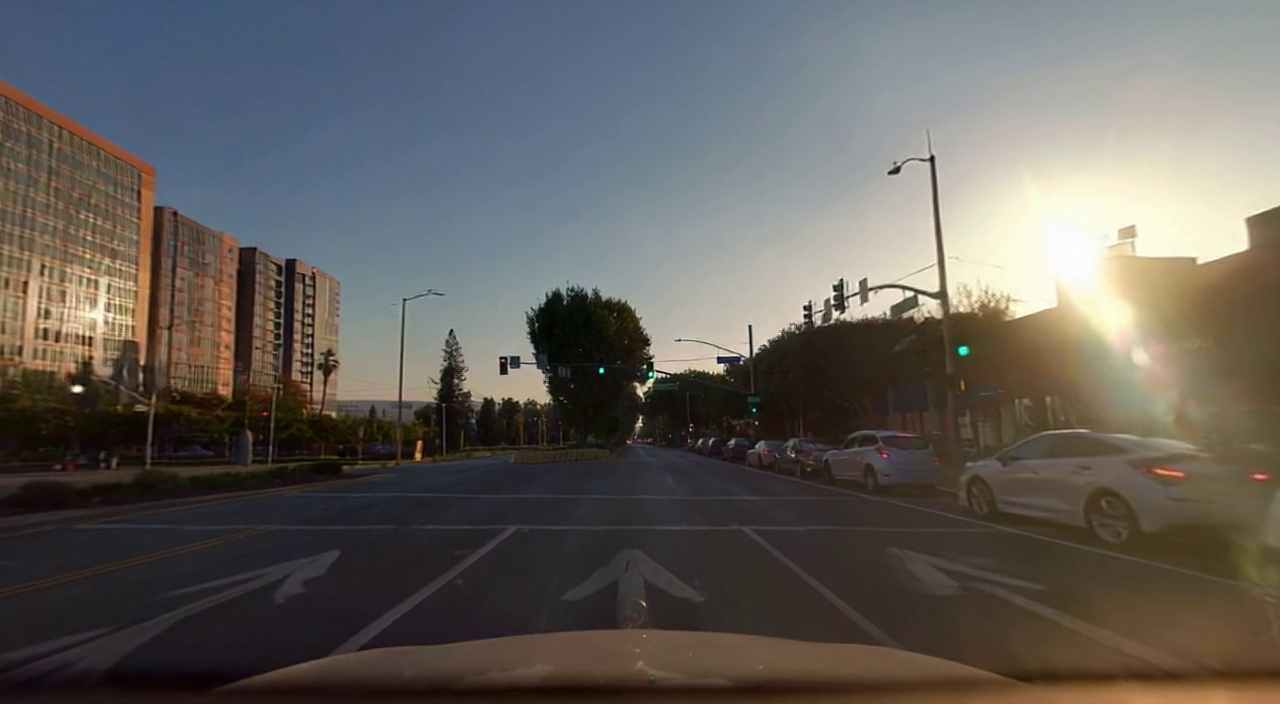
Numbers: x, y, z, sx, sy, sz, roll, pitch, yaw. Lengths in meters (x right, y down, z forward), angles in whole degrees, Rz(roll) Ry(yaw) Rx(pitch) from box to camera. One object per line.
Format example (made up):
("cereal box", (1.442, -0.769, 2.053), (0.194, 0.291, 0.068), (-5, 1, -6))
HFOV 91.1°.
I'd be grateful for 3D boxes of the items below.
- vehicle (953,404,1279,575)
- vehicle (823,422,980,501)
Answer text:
("vehicle", (6.501, 1.713, 8.588), (1.973, 1.674, 4.635), (0, -9, -1))
("vehicle", (6.556, 2.806, 16.473), (1.984, 1.751, 4.759), (0, -9, -1))
